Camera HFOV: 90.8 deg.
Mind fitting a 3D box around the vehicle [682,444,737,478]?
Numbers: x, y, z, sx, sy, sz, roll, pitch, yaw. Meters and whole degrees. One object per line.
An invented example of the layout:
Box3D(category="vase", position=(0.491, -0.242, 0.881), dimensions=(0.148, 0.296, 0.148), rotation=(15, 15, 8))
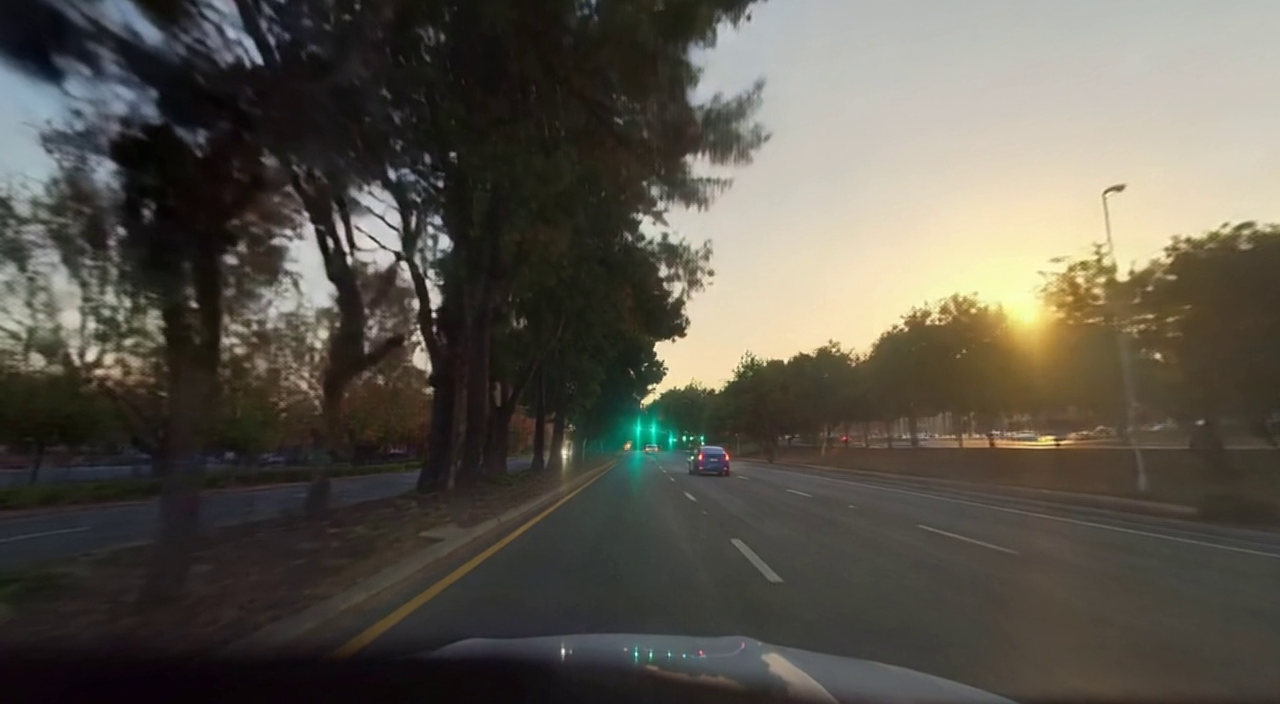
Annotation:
Box3D(category="vehicle", position=(3.191, 5.100, 29.774), dimensions=(2.056, 1.483, 4.091), rotation=(0, -8, -2))
